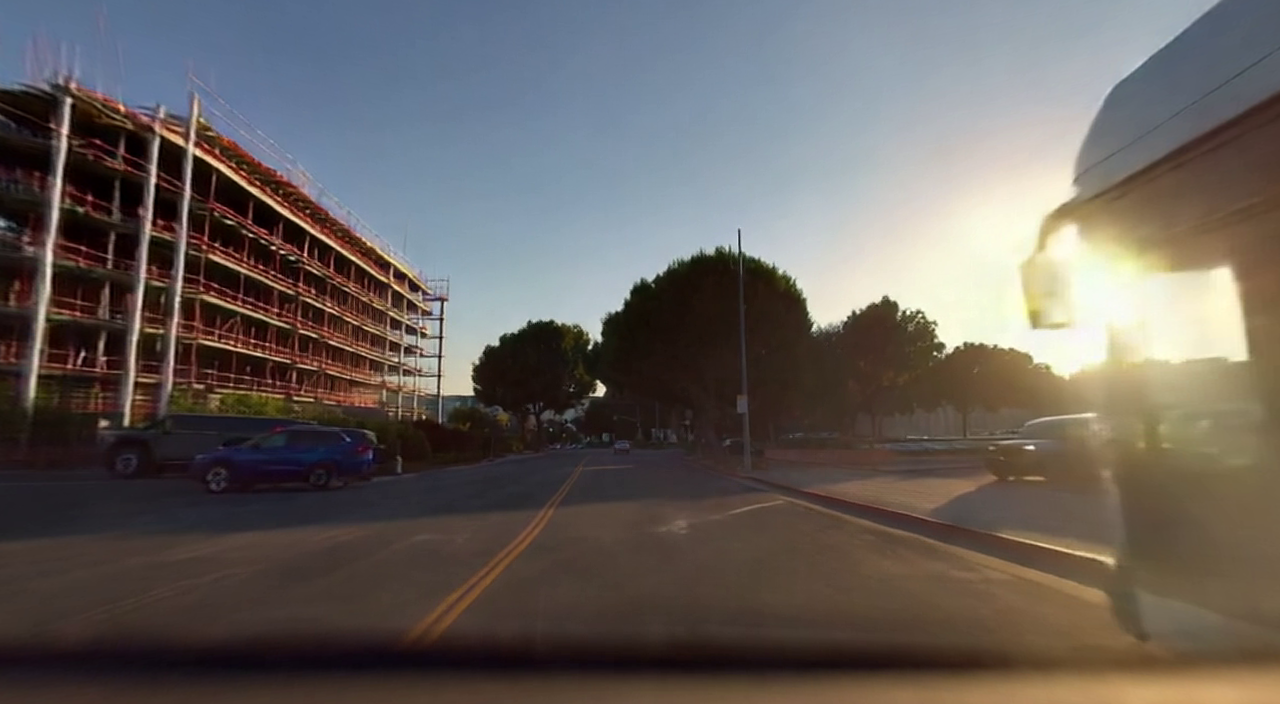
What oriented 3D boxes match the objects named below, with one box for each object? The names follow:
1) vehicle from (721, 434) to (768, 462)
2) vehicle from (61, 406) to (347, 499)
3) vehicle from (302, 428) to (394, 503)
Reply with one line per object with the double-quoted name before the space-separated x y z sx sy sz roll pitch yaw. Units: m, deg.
"vehicle" 7.689 7.185 47.244 2.267 1.911 5.816 0 -8 -3
"vehicle" -14.105 3.352 21.162 7.067 2.785 2.980 2 -9 -10
"vehicle" -8.701 3.346 19.039 1.515 2.074 2.668 0 -7 -2
